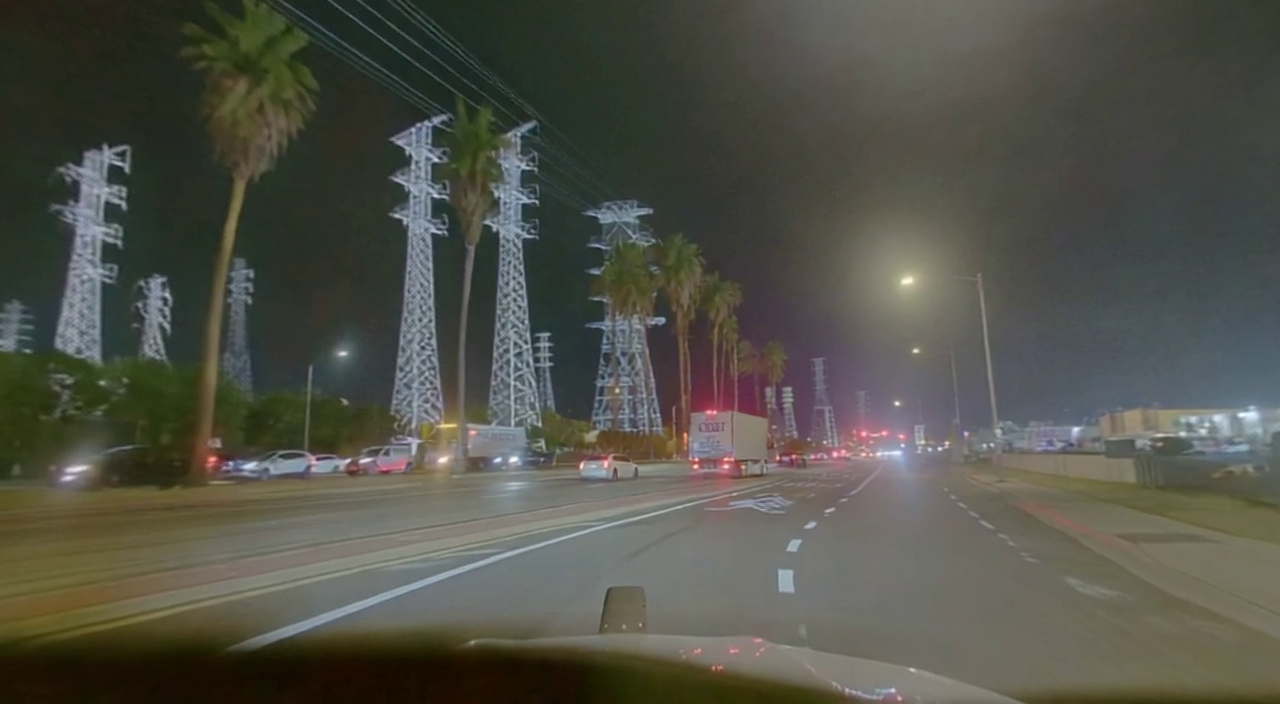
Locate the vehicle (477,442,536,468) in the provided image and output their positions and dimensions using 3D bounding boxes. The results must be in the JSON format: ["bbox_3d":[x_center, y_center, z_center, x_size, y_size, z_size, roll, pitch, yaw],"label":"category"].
[{"bbox_3d":[-9.039,7.080,43.001,1.751,1.639,4.434,-6,-12,21],"label":"vehicle"}]

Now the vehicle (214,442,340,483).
[{"bbox_3d":[-15.544,4.862,27.323,1.785,1.502,4.457,-6,-14,22],"label":"vehicle"}]

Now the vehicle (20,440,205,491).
[{"bbox_3d":[-18.296,3.929,22.176,1.847,1.567,4.532,-4,-10,22],"label":"vehicle"}]

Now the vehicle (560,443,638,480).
[{"bbox_3d":[-2.235,6.316,36.828,2.266,1.950,5.866,-4,-10,21],"label":"vehicle"}]

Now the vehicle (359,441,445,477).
[{"bbox_3d":[-12.899,5.911,34.492,1.833,1.578,4.412,-10,-15,22],"label":"vehicle"}]

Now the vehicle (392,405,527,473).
[{"bbox_3d":[-12.340,6.498,44.971,2.907,3.760,11.193,-6,-14,21],"label":"vehicle"}]

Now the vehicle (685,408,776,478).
[{"bbox_3d":[6.254,6.044,41.558,2.903,3.933,11.567,-4,-10,23],"label":"vehicle"}]
